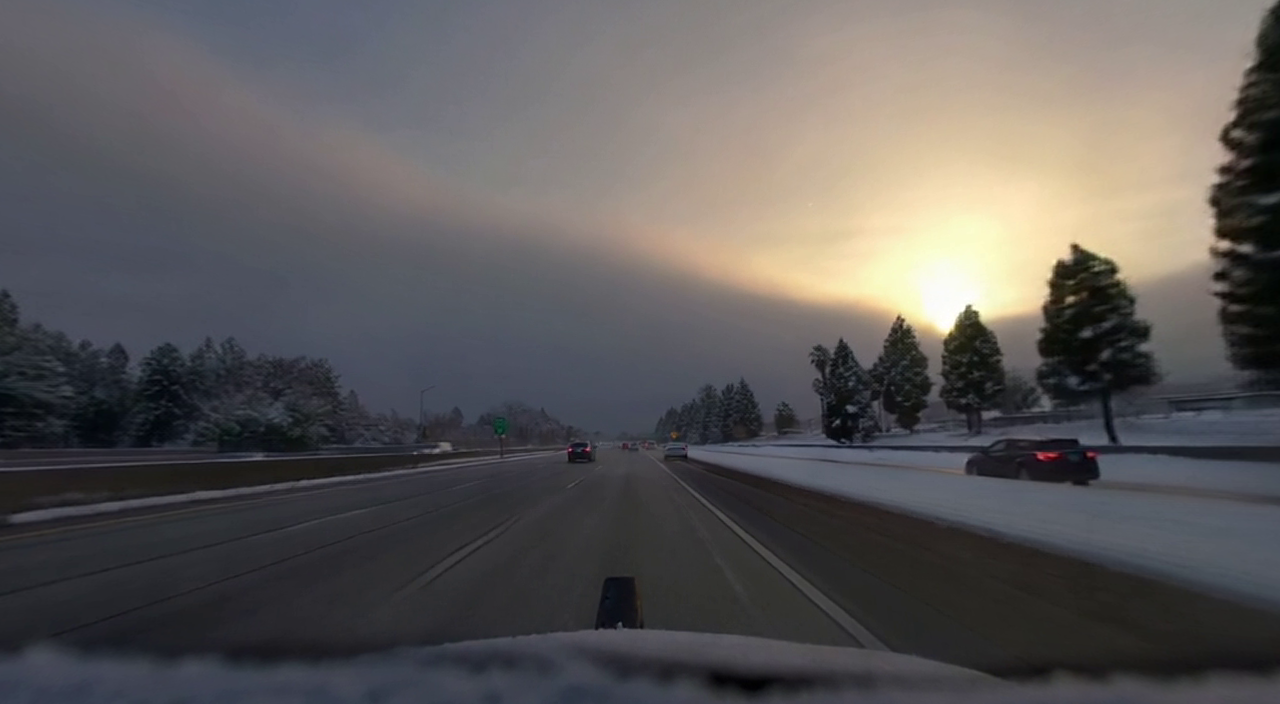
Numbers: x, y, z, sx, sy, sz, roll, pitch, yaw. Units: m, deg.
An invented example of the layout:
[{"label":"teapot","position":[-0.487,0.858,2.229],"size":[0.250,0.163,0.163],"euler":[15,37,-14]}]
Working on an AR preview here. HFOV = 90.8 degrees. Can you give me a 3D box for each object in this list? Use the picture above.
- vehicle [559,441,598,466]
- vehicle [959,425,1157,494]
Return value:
[{"label":"vehicle","position":[-3.883,6.505,40.749],"size":[2.052,1.510,4.301],"euler":[0,-8,0]},{"label":"vehicle","position":[12.169,3.164,19.019],"size":[2.344,1.783,5.196],"euler":[0,-8,-1]}]
